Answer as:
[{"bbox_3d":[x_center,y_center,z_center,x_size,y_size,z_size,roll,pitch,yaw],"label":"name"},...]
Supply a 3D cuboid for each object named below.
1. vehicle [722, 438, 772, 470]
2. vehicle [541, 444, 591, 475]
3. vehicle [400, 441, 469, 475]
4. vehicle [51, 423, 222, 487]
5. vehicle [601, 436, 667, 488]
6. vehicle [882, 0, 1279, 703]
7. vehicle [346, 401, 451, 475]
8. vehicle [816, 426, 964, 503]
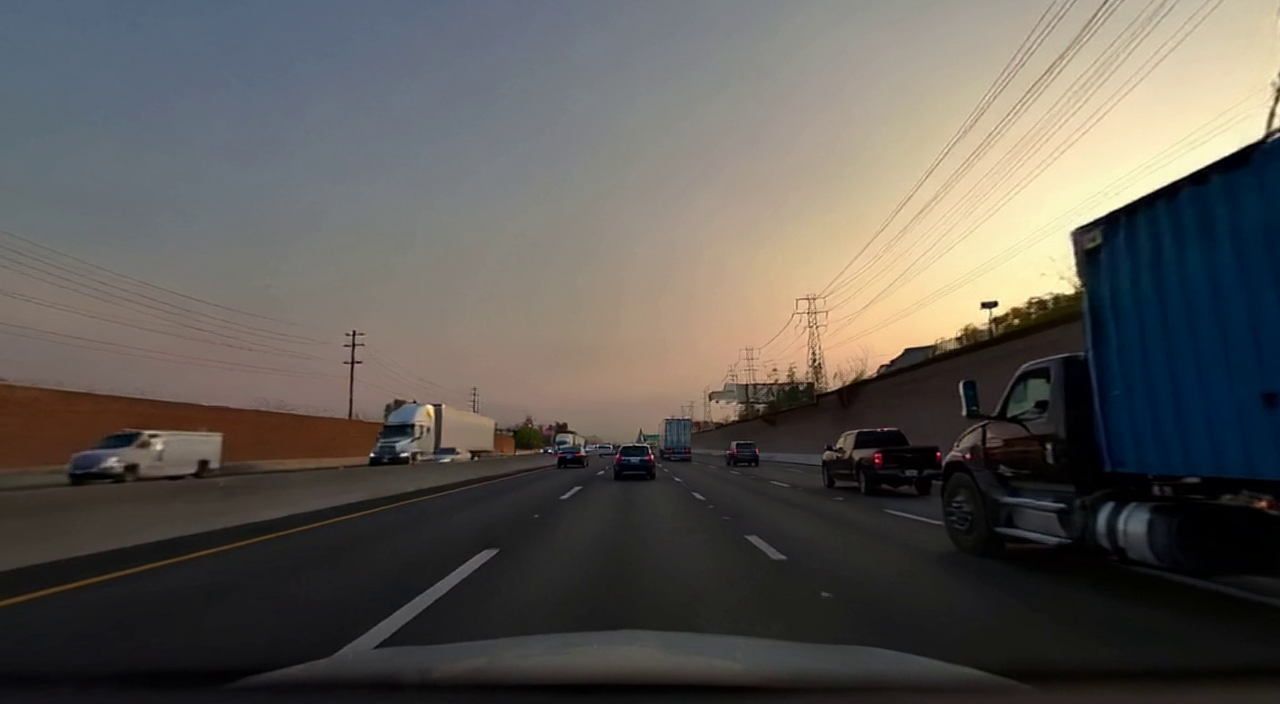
[{"bbox_3d":[7.027,6.801,42.265,2.302,1.973,5.502,0,-9,-1],"label":"vehicle"},{"bbox_3d":[-3.810,5.626,33.284,2.025,1.498,4.675,0,-9,0],"label":"vehicle"},{"bbox_3d":[-10.771,5.589,33.472,2.043,1.628,4.675,0,-9,1],"label":"vehicle"},{"bbox_3d":[-20.843,4.315,26.682,2.247,2.391,5.960,0,-9,0],"label":"vehicle"},{"bbox_3d":[-0.219,3.981,23.132,2.191,1.685,4.015,0,-9,0],"label":"vehicle"},{"bbox_3d":[3.554,-0.438,0.892,3.013,3.940,7.933,0,-9,-2],"label":"vehicle"},{"bbox_3d":[-14.087,5.189,37.764,3.075,3.927,8.116,0,-9,0],"label":"vehicle"},{"bbox_3d":[6.892,3.174,18.202,2.086,1.862,5.232,0,-9,0],"label":"vehicle"}]
